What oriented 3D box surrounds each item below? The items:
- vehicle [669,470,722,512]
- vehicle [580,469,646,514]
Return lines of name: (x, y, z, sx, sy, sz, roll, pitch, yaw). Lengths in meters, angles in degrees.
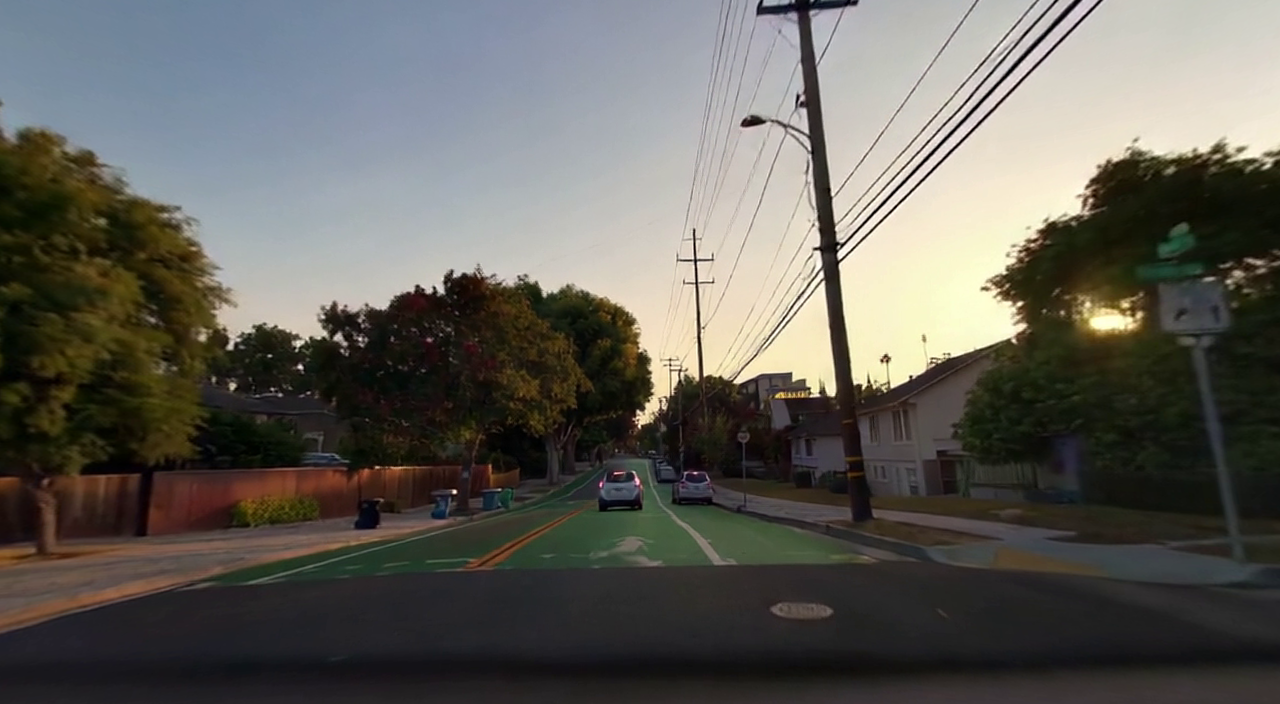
vehicle: (2.547, 6.496, 29.904, 1.909, 1.694, 4.472, 1, -9, -2)
vehicle: (-0.918, 5.251, 24.083, 2.235, 1.500, 4.496, -1, -11, 1)
